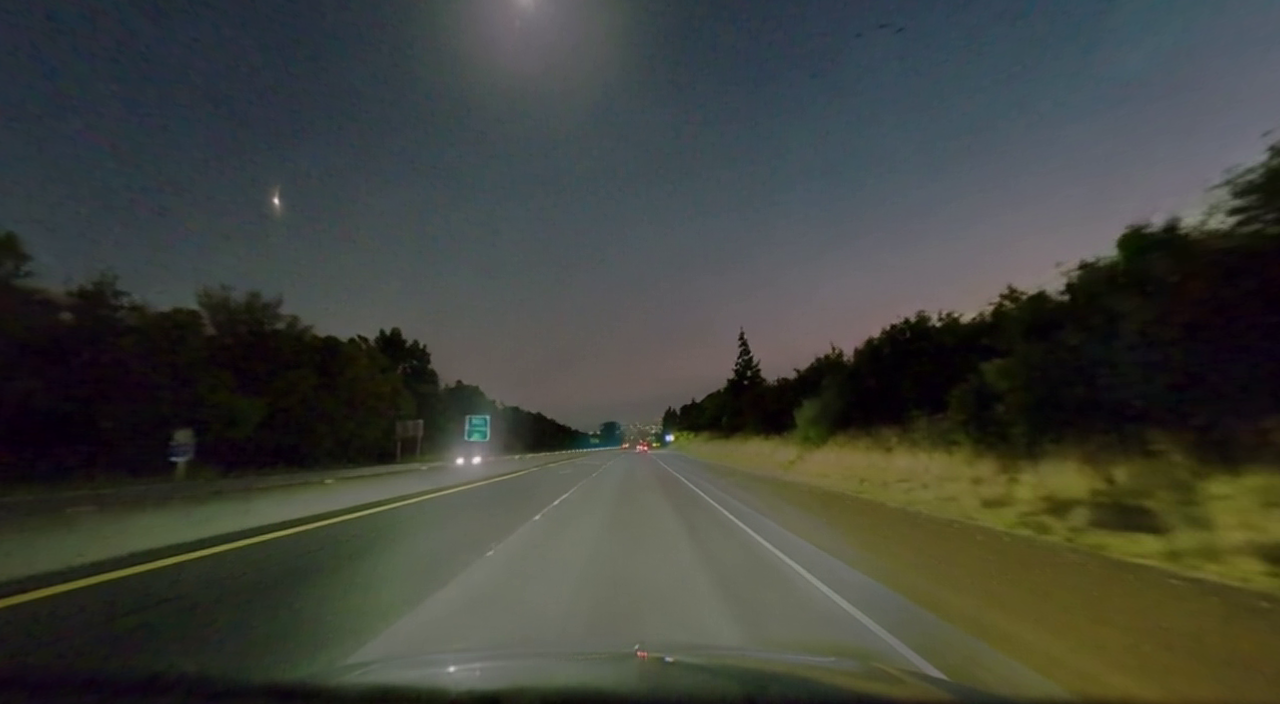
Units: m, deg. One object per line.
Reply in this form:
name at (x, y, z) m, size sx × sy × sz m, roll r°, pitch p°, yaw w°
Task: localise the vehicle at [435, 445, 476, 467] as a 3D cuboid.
vehicle at (-14.482, 8.185, 49.579) m, size 1.918 × 1.609 × 4.302 m, roll 0°, pitch -8°, yaw 1°
